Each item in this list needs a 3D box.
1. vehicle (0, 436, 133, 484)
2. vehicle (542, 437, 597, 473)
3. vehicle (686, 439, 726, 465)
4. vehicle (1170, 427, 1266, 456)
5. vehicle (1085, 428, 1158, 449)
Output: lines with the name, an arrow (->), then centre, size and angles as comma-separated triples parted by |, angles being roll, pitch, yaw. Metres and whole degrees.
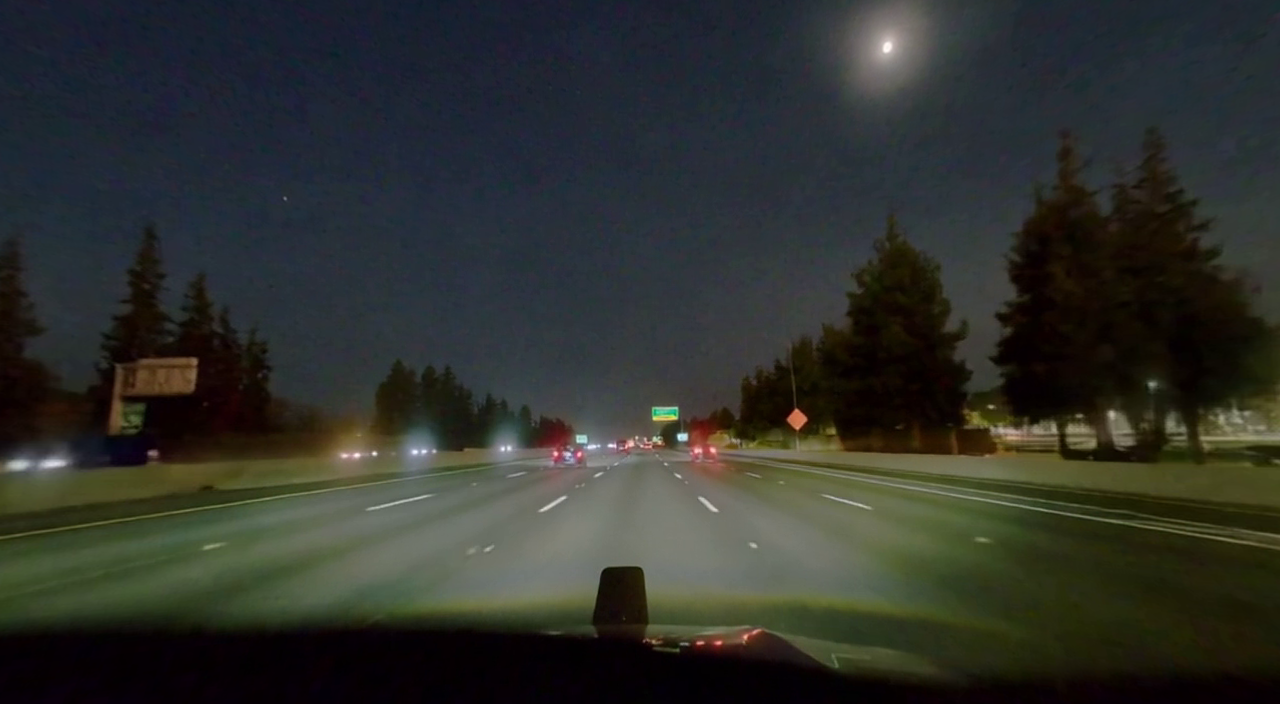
vehicle -> -23.073, 4.139, 24.493 | 2.111, 1.658, 5.373 | -1, -8, 3
vehicle -> -3.547, 5.272, 32.526 | 2.196, 1.733, 4.355 | 0, -8, 2
vehicle -> 4.515, 6.918, 43.757 | 2.229, 1.704, 4.392 | 0, -8, 0
vehicle -> 37.073, 5.760, 40.527 | 4.276, 1.563, 1.792 | -3, -9, 1
vehicle -> 37.130, 6.695, 48.694 | 4.052, 1.601, 1.838 | 0, -9, 0
